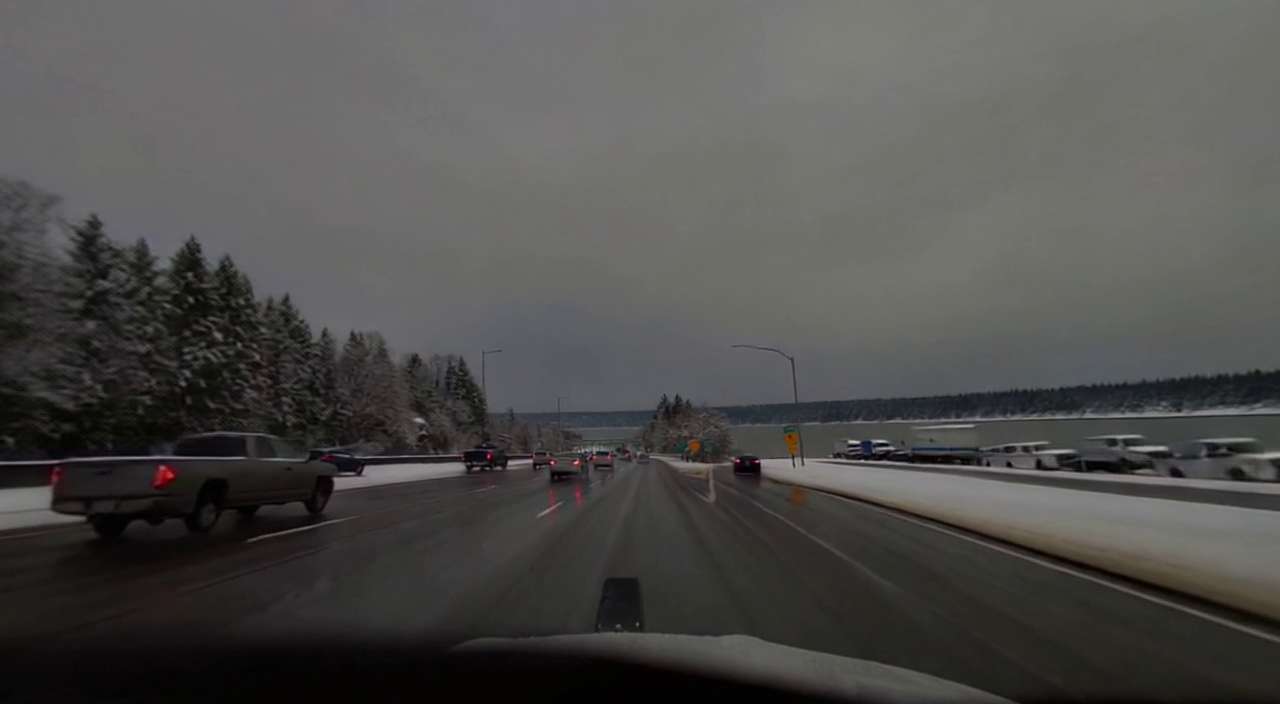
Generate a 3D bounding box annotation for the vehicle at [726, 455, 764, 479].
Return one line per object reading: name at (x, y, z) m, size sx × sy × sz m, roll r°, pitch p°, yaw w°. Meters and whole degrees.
vehicle at (7.160, 7.886, 43.375) m, size 2.153 × 1.510 × 4.646 m, roll 0°, pitch -9°, yaw 4°

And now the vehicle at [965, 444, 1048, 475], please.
vehicle at (21.992, 6.443, 38.102) m, size 2.097 × 1.692 × 5.148 m, roll -1°, pitch -8°, yaw 3°

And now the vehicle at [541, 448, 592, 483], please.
vehicle at (-3.910, 6.127, 34.360) m, size 2.132 × 1.708 × 4.571 m, roll 0°, pitch -9°, yaw 1°

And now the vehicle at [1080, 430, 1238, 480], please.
vehicle at (24.428, 4.902, 30.159) m, size 2.456 × 2.117 × 6.561 m, roll -1°, pitch -9°, yaw 5°

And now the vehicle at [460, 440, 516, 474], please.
vehicle at (-10.683, 7.424, 44.843) m, size 2.442 × 2.191 × 5.760 m, roll 0°, pitch -9°, yaw 1°

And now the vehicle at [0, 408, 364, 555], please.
vehicle at (-7.304, 2.090, 10.973) m, size 2.250 × 1.870 × 5.647 m, roll 0°, pitch -9°, yaw 2°
